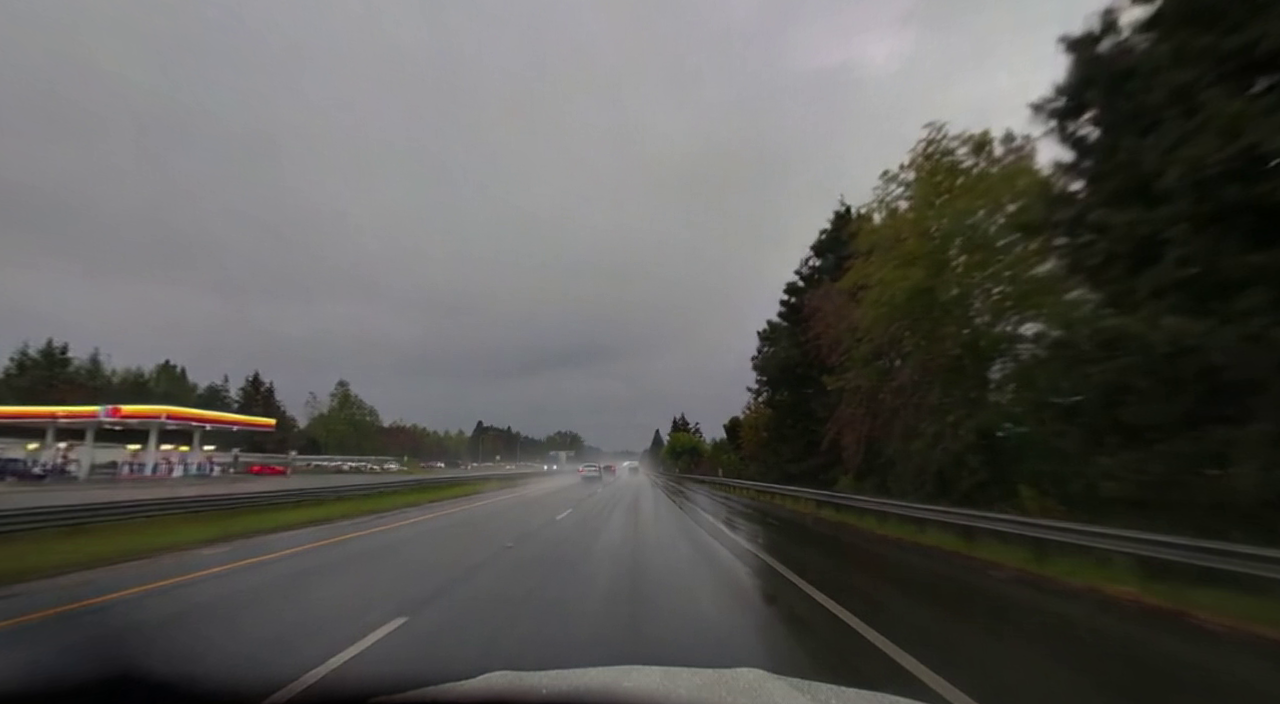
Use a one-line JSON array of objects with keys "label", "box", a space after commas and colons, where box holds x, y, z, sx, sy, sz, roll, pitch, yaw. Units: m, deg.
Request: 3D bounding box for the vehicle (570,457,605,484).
[{"label": "vehicle", "box": [-3.964, 9.052, 48.071, 2.166, 1.871, 4.536, 1, -10, 1]}]
